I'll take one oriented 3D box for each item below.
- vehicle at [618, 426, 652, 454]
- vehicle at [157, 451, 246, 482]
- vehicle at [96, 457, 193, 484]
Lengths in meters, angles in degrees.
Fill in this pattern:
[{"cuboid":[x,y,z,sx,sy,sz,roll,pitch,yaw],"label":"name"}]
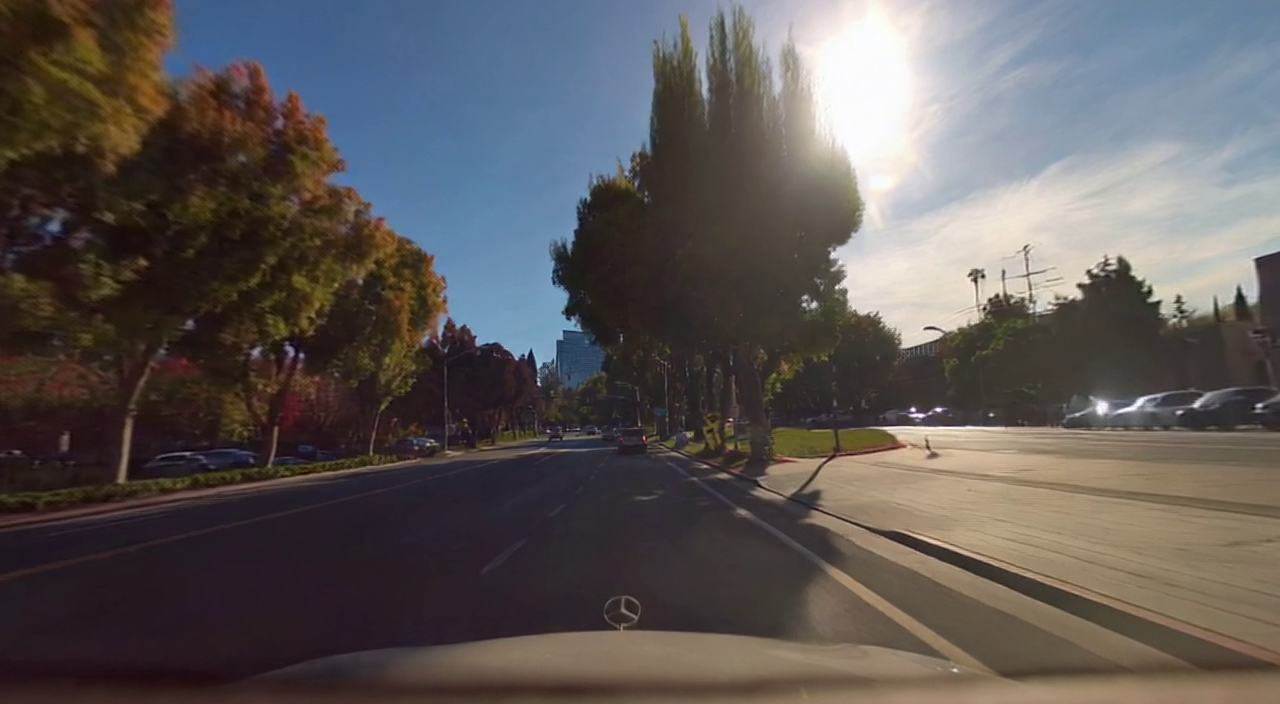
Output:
[{"cuboid":[-0.374,6.097,43.689,2.228,1.790,4.180,0,-8,-1],"label":"vehicle"},{"cuboid":[-29.819,7.776,43.029,4.497,1.590,2.029,4,-6,1],"label":"vehicle"},{"cuboid":[-29.721,7.105,38.014,3.921,1.526,2.156,1,-8,-6],"label":"vehicle"}]
